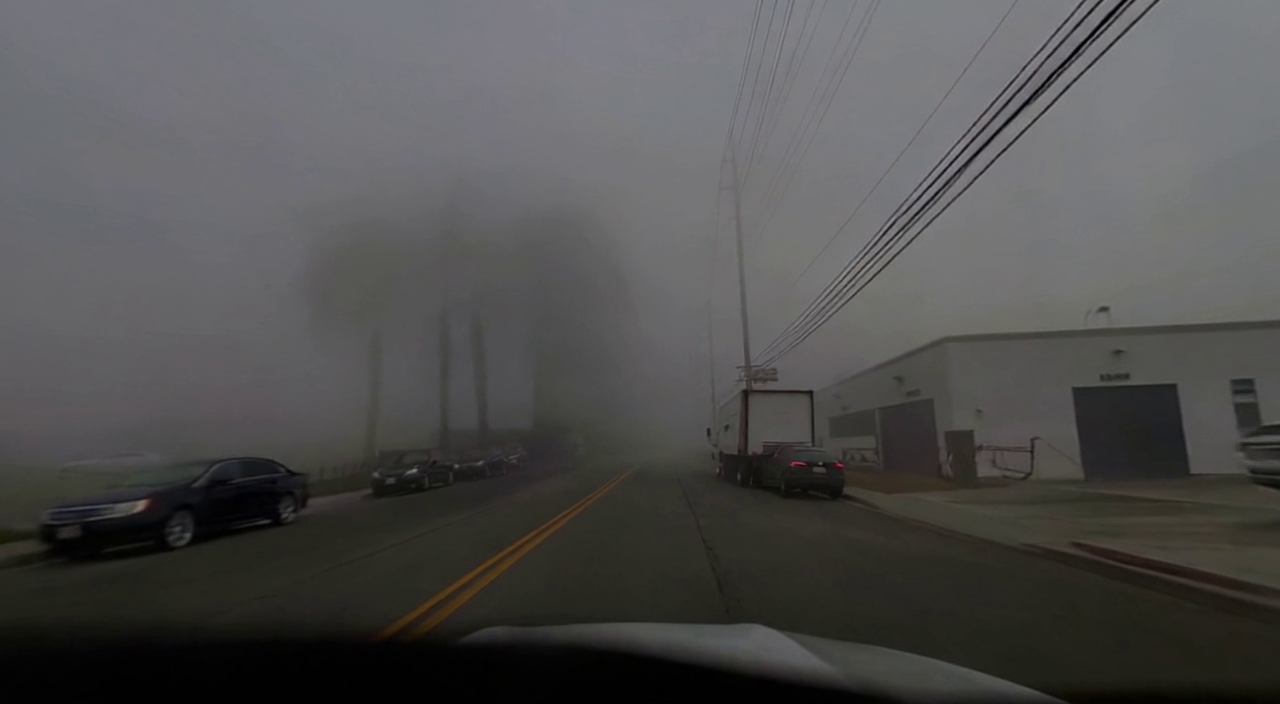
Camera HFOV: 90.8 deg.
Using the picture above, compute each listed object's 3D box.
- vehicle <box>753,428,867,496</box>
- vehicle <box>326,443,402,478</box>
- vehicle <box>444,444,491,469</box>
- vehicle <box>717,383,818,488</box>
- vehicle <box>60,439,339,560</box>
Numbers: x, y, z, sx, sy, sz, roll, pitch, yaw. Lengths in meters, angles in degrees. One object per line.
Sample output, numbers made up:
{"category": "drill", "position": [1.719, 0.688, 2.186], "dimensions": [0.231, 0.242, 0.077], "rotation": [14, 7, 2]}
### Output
{"category": "vehicle", "position": [4.924, 3.278, 19.190], "dimensions": [2.141, 1.739, 5.130], "rotation": [0, -9, 1]}
{"category": "vehicle", "position": [-16.036, 6.310, 37.022], "dimensions": [2.156, 1.864, 4.908], "rotation": [-1, -9, 1]}
{"category": "vehicle", "position": [-13.440, 8.133, 49.593], "dimensions": [2.104, 1.817, 5.693], "rotation": [0, -9, 0]}
{"category": "vehicle", "position": [5.111, 3.696, 27.418], "dimensions": [2.933, 3.697, 10.065], "rotation": [-1, -9, 4]}
{"category": "vehicle", "position": [-7.386, 2.431, 11.271], "dimensions": [1.936, 1.632, 4.145], "rotation": [-3, -8, 2]}
